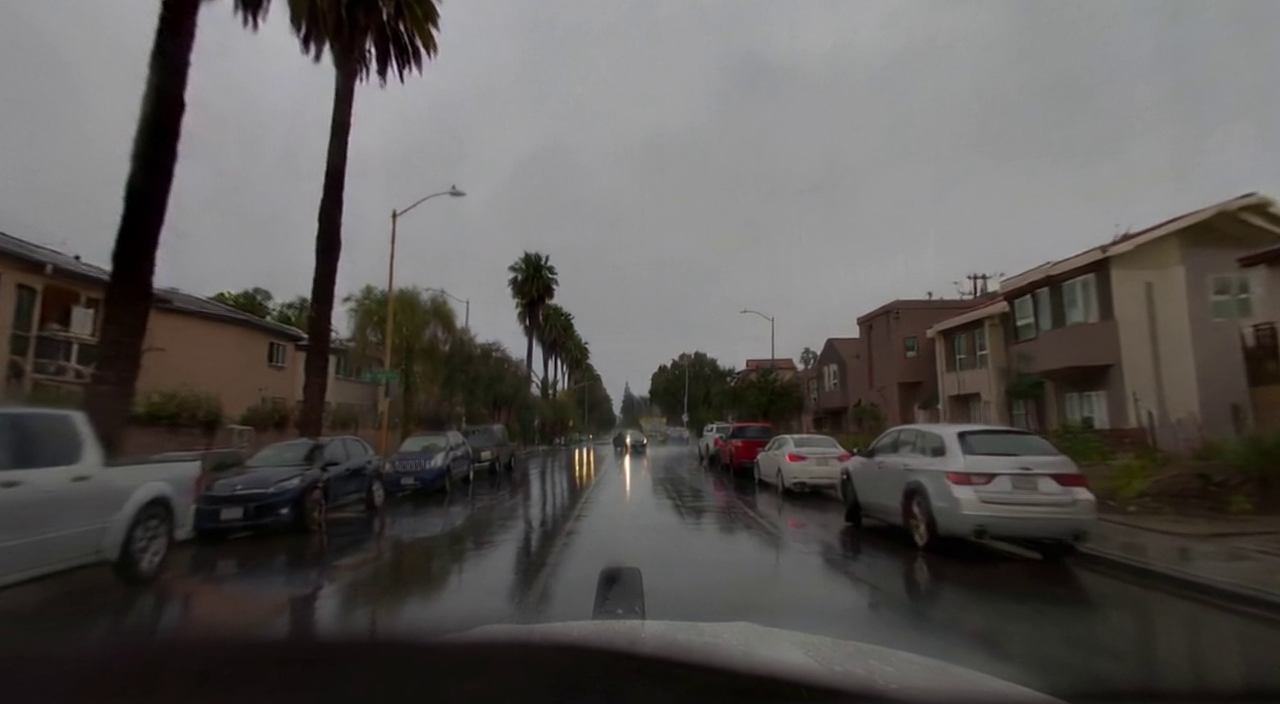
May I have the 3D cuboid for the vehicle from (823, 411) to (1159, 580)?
[{"bbox_3d":[4.081,1.706,8.375,1.998,1.649,4.175,0,-8,0],"label":"vehicle"}]

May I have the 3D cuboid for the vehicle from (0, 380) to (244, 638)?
[{"bbox_3d":[-5.675,1.227,5.145,1.963,1.859,4.884,0,-8,-4],"label":"vehicle"}]

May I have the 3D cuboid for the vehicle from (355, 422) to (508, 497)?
[{"bbox_3d":[-5.703,3.019,18.361,2.316,1.808,5.876,0,-8,1],"label":"vehicle"}]

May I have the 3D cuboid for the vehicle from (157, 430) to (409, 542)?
[{"bbox_3d":[-5.784,2.172,11.077,1.849,1.531,4.562,0,-8,-1],"label":"vehicle"}]

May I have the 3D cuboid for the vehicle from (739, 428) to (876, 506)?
[{"bbox_3d":[3.768,2.649,15.190,1.958,1.485,4.819,2,-8,0],"label":"vehicle"}]
